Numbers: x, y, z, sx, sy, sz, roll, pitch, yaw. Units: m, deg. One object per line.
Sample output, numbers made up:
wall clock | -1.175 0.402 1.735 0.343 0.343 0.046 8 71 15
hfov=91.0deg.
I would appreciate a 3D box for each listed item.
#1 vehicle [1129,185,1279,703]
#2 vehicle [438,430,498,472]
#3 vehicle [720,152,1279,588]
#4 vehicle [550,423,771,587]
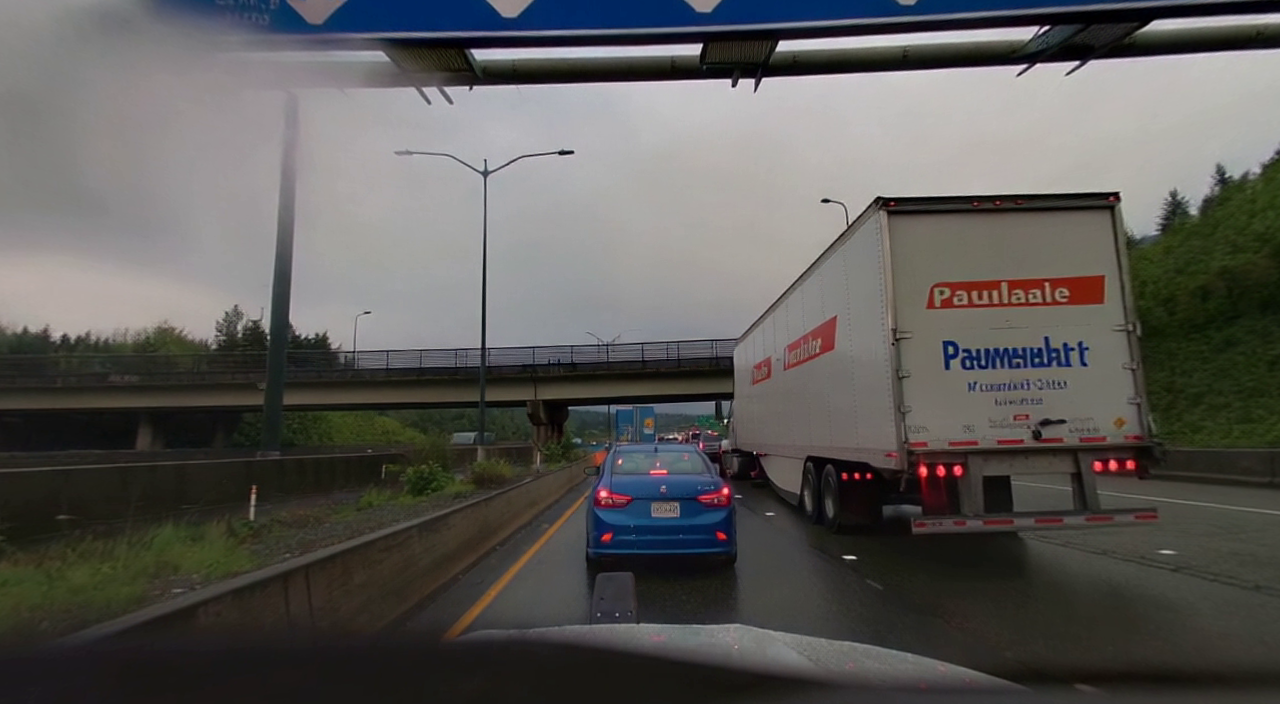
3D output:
vehicle | 4.733 0.116 0.662 2.892 2.615 6.650 0 -8 -2
vehicle | -12.278 7.120 45.546 2.524 2.800 6.564 -1 -8 -1
vehicle | 4.191 1.066 12.968 2.827 4.081 14.305 0 -8 -1
vehicle | 0.177 1.684 7.714 2.045 1.490 3.597 -1 -8 0
